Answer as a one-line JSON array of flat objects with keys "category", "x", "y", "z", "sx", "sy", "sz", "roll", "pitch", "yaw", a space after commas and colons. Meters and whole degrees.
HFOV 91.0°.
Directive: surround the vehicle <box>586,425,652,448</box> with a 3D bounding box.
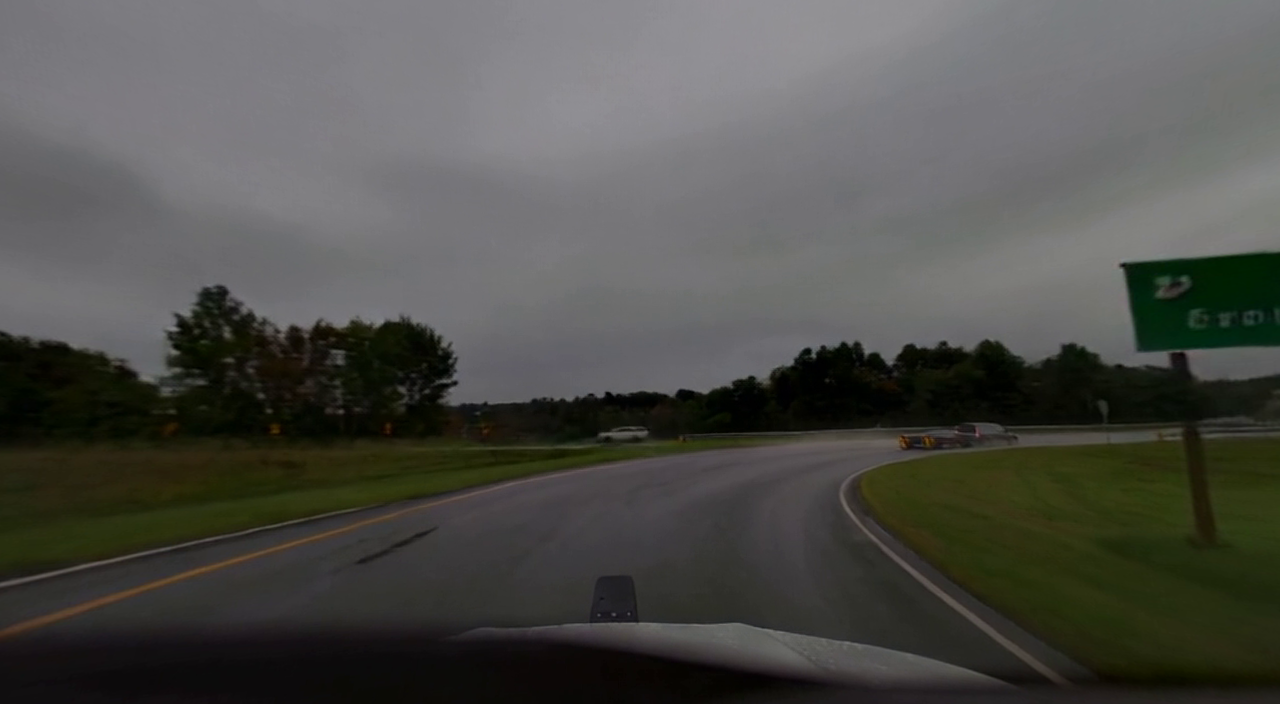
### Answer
[{"category": "vehicle", "x": -1.547, "y": 6.177, "z": 46.043, "sx": 4.415, "sy": 1.617, "sz": 1.957, "roll": 3, "pitch": -8, "yaw": -17}]
